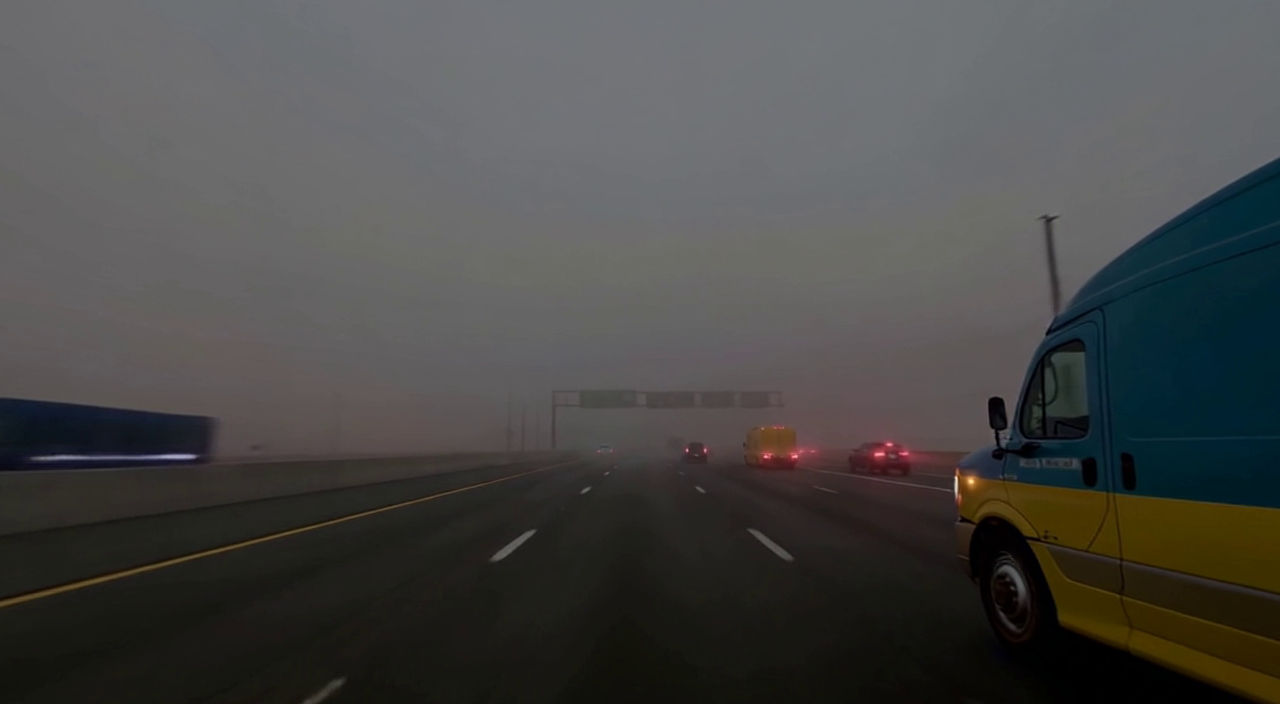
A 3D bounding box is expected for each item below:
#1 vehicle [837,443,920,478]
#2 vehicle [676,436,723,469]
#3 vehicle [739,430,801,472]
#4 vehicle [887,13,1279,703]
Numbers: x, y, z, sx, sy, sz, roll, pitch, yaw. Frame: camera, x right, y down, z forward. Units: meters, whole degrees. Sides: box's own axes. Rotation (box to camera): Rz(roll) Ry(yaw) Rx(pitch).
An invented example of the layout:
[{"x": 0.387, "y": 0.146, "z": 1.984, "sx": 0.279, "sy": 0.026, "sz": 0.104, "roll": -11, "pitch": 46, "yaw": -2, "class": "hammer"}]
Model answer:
[{"x": 10.786, "y": 4.946, "z": 28.947, "sx": 1.976, "sy": 1.474, "sz": 4.779, "roll": 0, "pitch": -9, "yaw": 1, "class": "vehicle"}, {"x": 3.814, "y": 6.603, "z": 41.622, "sx": 2.464, "sy": 1.961, "sz": 5.520, "roll": 0, "pitch": -8, "yaw": -1, "class": "vehicle"}, {"x": 7.338, "y": 5.661, "z": 36.262, "sx": 2.301, "sy": 2.203, "sz": 5.419, "roll": 0, "pitch": -9, "yaw": -1, "class": "vehicle"}, {"x": 3.367, "y": 0.181, "z": 1.664, "sx": 2.436, "sy": 2.745, "sz": 7.034, "roll": 0, "pitch": -9, "yaw": -1, "class": "vehicle"}]
